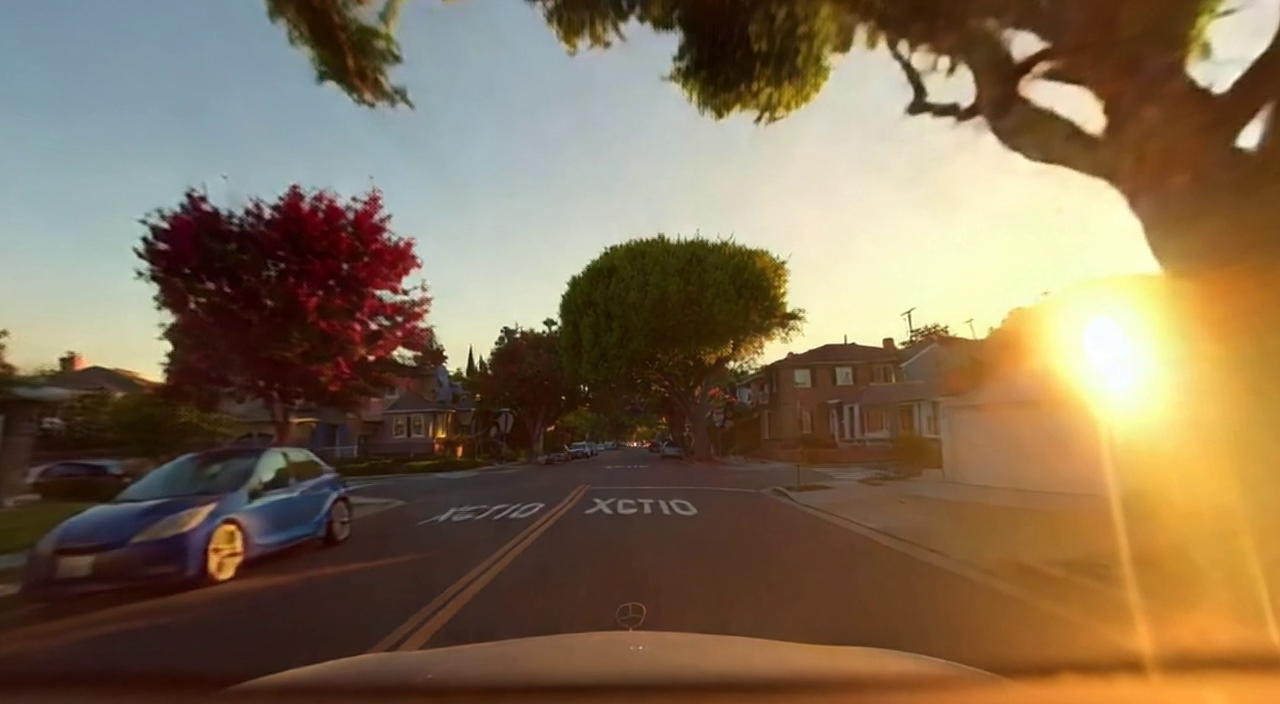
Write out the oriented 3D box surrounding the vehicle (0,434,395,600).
[{"bbox_3d":[-5.165,1.913,8.357,2.038,1.571,4.524,0,-8,0],"label":"vehicle"}]
